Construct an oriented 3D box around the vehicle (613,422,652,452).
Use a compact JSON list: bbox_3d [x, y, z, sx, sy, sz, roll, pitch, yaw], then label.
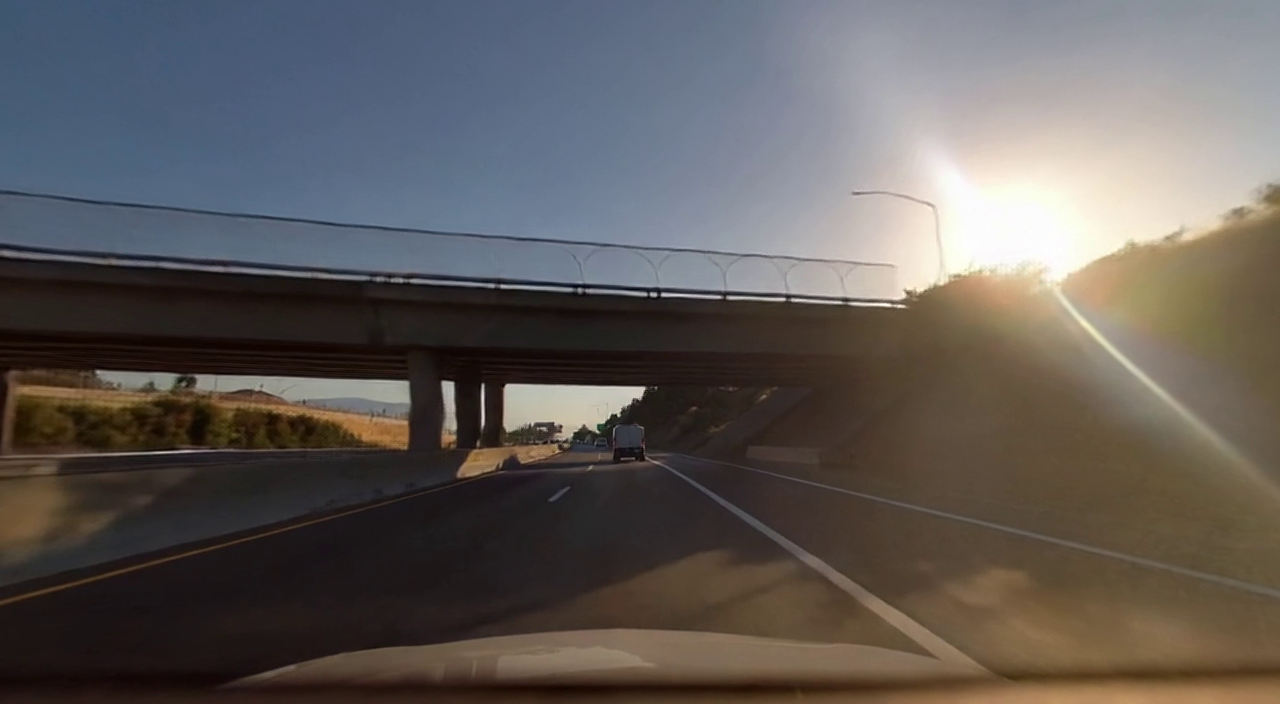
[{"bbox_3d":[-0.529,5.238,38.660,2.157,1.647,4.524,0,-8,-3],"label":"vehicle"}]
